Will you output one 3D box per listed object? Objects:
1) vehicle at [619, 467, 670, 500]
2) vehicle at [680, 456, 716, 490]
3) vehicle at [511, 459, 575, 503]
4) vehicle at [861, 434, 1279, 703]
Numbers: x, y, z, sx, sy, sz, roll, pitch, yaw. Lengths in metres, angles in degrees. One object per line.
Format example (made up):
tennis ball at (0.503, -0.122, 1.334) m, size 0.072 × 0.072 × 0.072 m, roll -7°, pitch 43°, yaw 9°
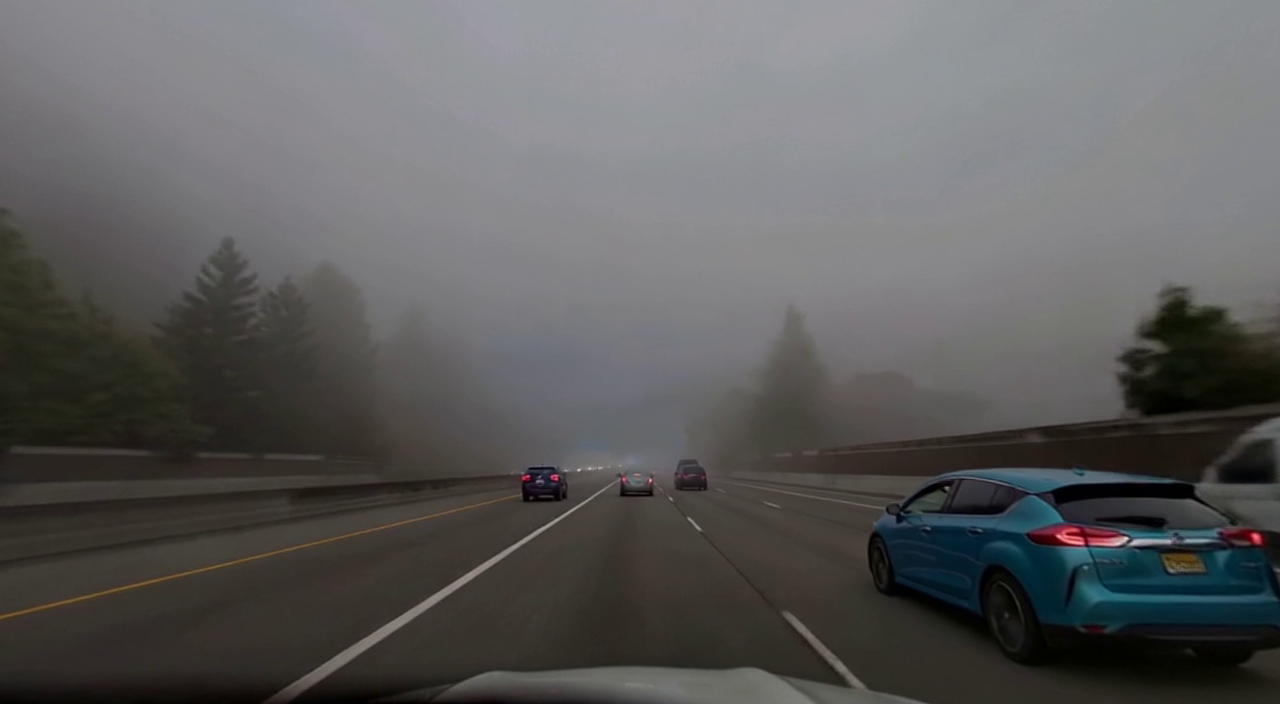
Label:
vehicle at (0.202, 6.258, 30.204) m, size 2.241 × 1.425 × 3.973 m, roll 1°, pitch -10°, yaw 0°
vehicle at (3.978, 8.370, 43.616) m, size 2.030 × 2.172 × 3.621 m, roll 1°, pitch -10°, yaw -2°
vehicle at (-4.074, 5.508, 27.151) m, size 2.021 × 1.706 × 4.247 m, roll 1°, pitch -10°, yaw 0°
vehicle at (3.648, 1.617, 5.548) m, size 1.938 × 1.561 × 3.786 m, roll 1°, pitch -10°, yaw -1°
